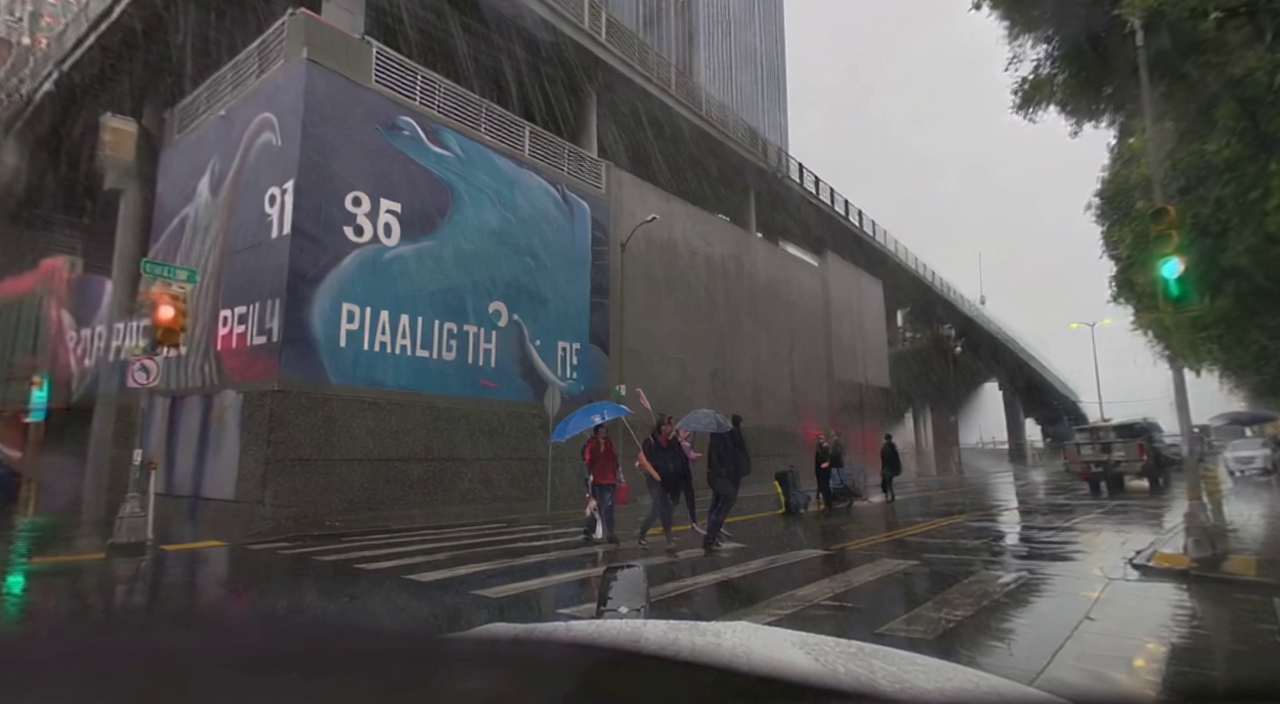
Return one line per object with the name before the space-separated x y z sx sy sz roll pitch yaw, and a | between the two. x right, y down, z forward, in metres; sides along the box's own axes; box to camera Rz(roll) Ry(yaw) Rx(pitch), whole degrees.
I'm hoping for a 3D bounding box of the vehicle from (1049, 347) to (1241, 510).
vehicle | 15.771 2.397 19.243 9.347 3.893 2.849 7 -11 -42
